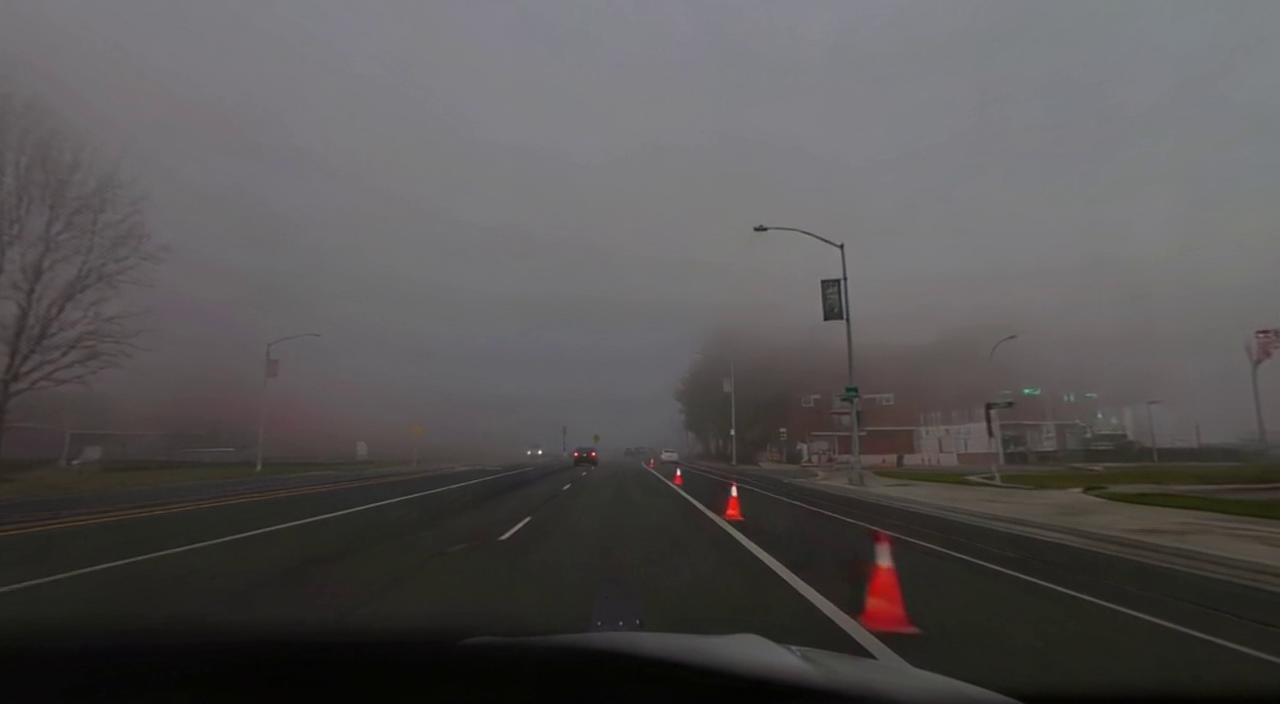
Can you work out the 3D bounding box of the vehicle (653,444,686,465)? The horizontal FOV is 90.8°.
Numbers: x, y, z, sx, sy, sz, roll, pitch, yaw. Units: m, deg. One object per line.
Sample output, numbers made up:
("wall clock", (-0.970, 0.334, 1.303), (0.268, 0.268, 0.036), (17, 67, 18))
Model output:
("vehicle", (2.210, 7.823, 48.426), (2.063, 1.483, 4.226), (0, -9, -3))
